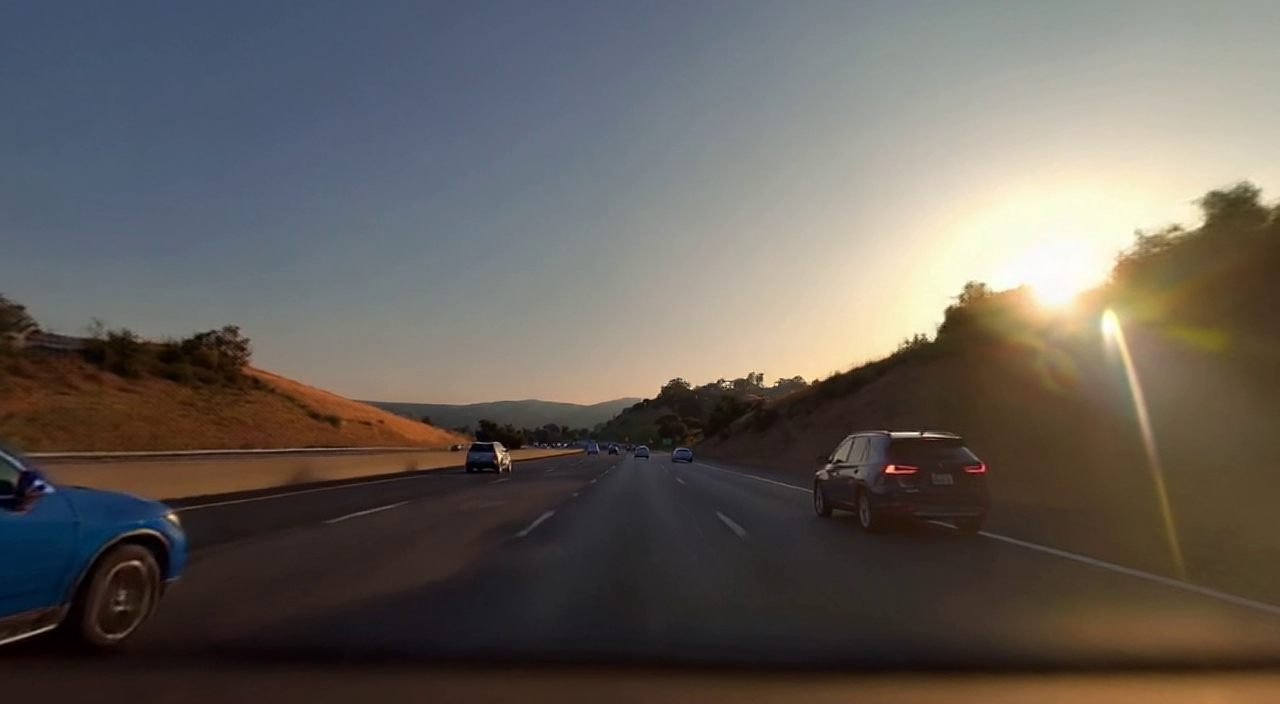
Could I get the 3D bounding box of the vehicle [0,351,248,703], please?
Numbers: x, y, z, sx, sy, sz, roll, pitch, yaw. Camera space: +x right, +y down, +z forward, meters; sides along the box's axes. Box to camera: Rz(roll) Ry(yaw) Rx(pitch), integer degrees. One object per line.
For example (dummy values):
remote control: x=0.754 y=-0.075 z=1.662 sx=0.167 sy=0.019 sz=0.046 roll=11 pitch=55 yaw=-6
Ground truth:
vehicle: x=-3.982 y=0.796 z=2.251 sx=2.214 sy=1.743 sz=4.465 roll=-1 pitch=-9 yaw=1

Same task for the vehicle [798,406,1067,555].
vehicle: x=4.303 y=1.978 z=10.388 sx=2.153 sy=1.860 sz=4.689 roll=0 pitch=-9 yaw=0

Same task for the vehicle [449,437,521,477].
vehicle: x=-7.176 y=4.930 z=29.784 sx=2.095 sy=1.696 sz=4.680 roll=-1 pitch=-9 yaw=2
